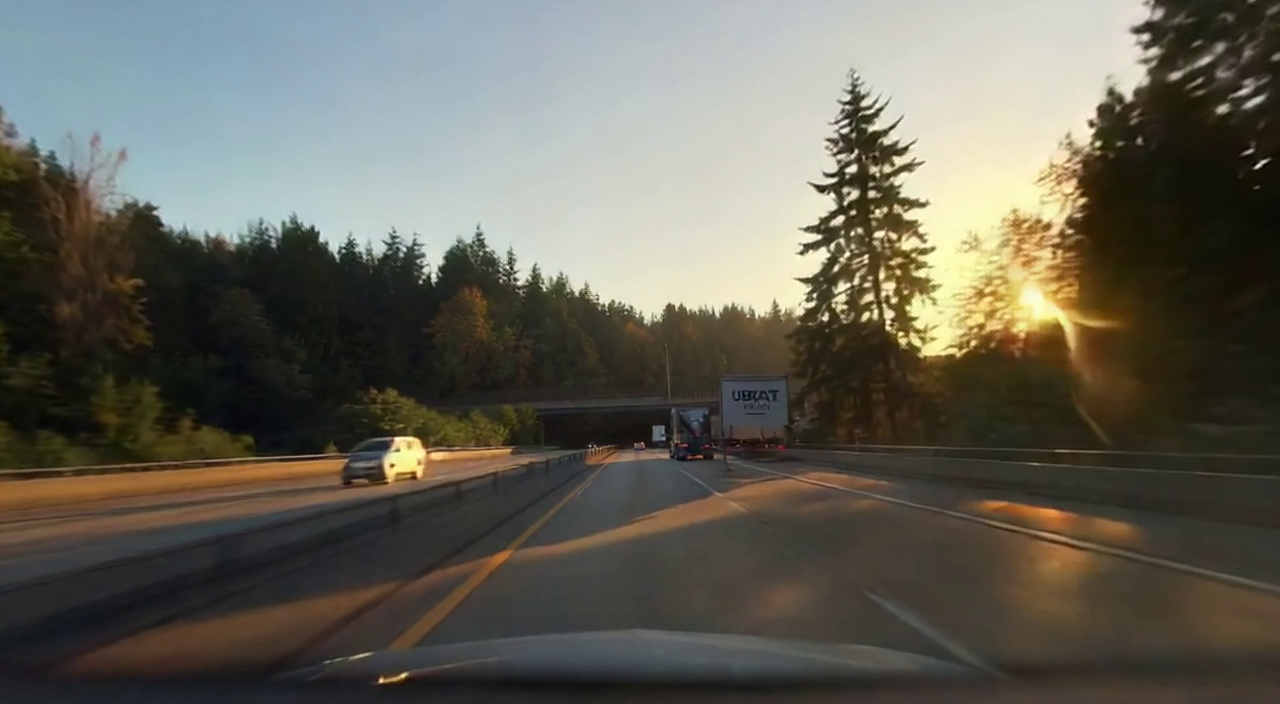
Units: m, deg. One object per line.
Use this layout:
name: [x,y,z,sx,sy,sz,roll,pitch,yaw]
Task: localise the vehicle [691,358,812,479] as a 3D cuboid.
vehicle: [3.913,2.694,24.432,3.006,3.850,8.310,-1,-8,-1]
